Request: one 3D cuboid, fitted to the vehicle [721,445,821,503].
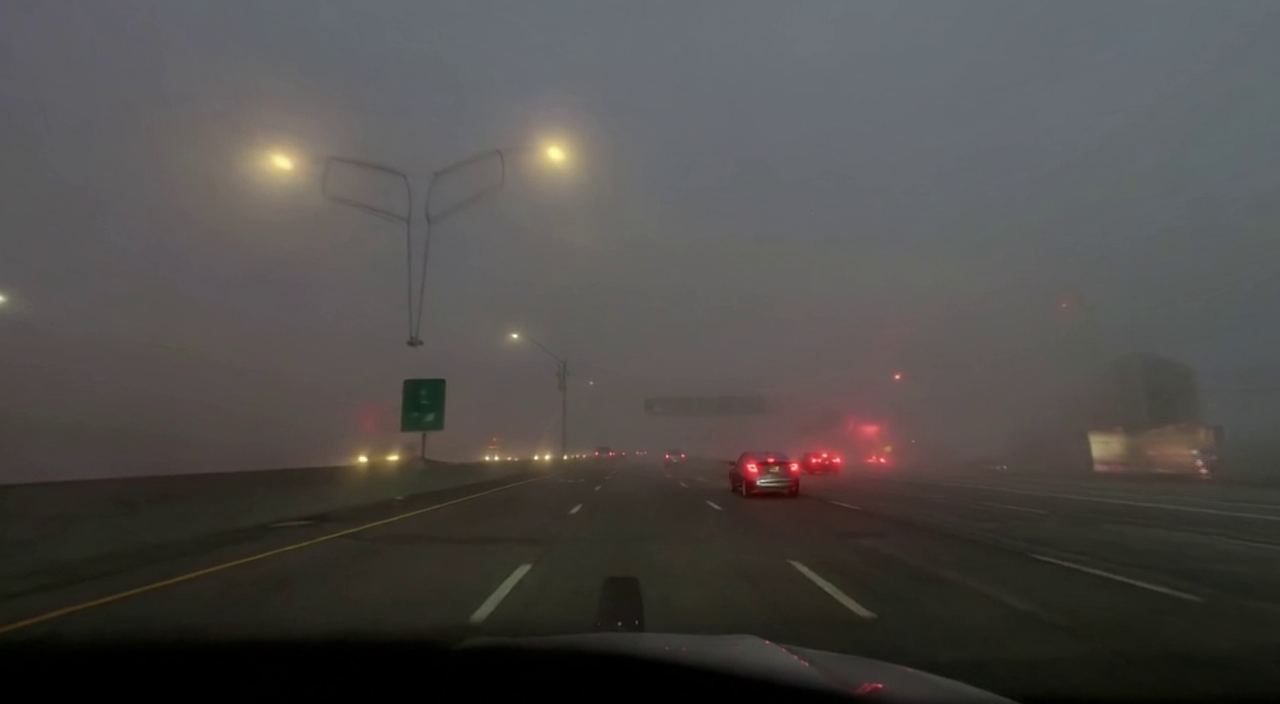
[{"bbox_3d":[3.721,3.518,18.716,1.961,1.504,4.094,0,-9,-2],"label":"vehicle"}]

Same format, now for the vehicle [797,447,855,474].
[{"bbox_3d":[10.909,6.390,37.404,2.019,1.529,4.385,0,-9,-1],"label":"vehicle"}]
